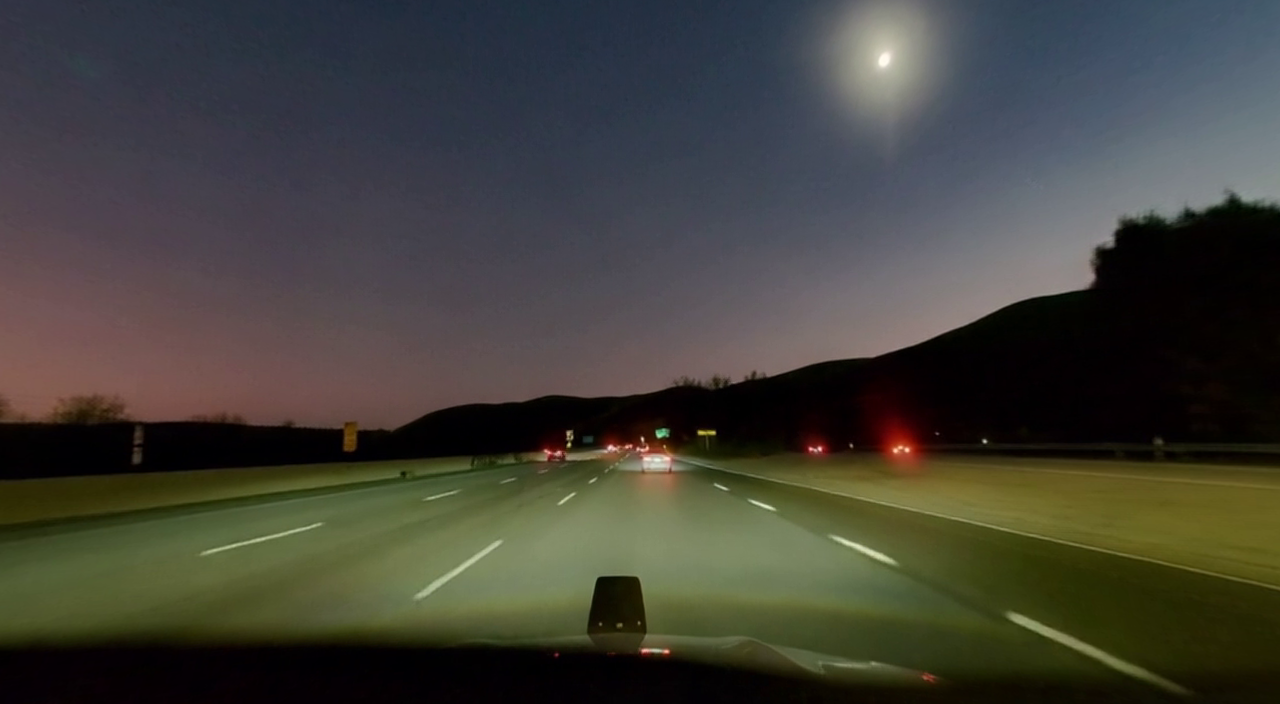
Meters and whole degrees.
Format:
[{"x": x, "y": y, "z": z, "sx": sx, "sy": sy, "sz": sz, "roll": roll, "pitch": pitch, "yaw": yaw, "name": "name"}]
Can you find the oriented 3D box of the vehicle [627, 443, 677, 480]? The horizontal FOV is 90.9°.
[{"x": 0.476, "y": 4.813, "z": 27.944, "sx": 2.019, "sy": 1.475, "sz": 4.301, "roll": 0, "pitch": -9, "yaw": 0, "name": "vehicle"}]
